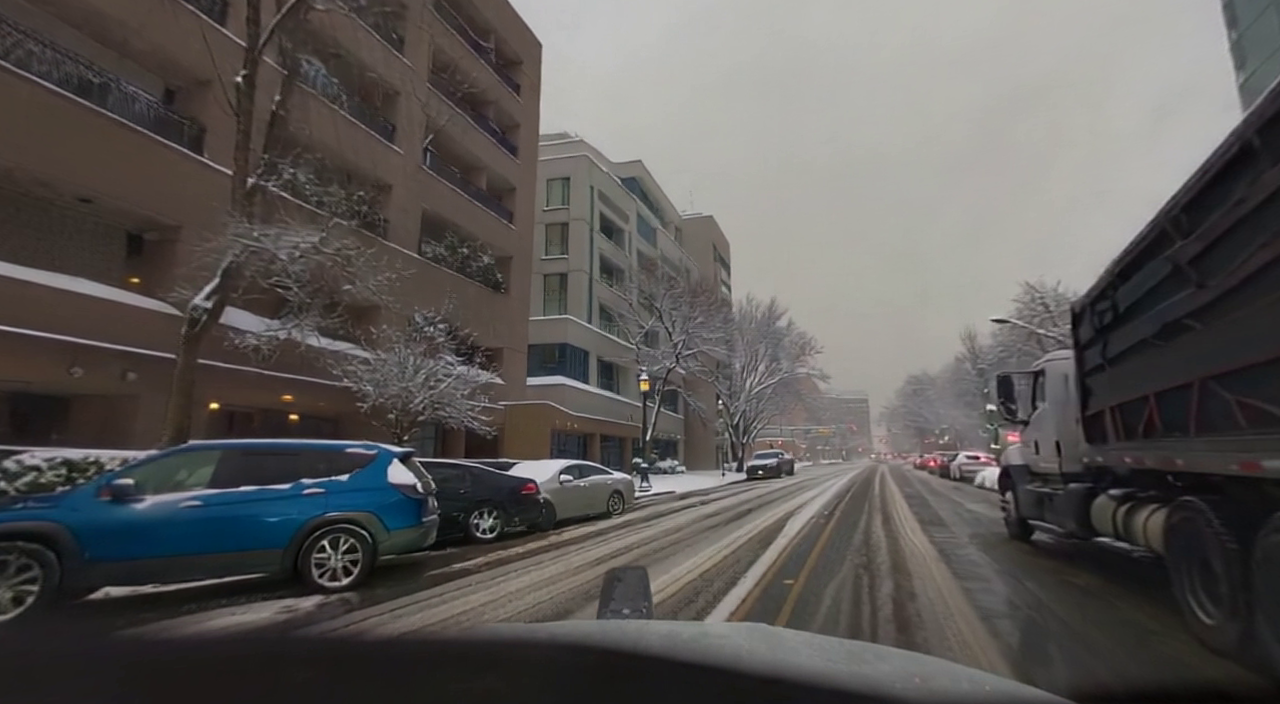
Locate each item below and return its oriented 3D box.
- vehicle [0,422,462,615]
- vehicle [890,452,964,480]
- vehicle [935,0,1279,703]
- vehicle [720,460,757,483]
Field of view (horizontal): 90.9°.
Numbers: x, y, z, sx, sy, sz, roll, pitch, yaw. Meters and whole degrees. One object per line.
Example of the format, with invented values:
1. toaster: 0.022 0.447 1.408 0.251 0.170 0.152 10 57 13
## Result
1. vehicle: -5.043 1.901 8.008 5.022 1.872 2.137 4 -9 -24
2. vehicle: 17.921 7.090 39.305 4.118 1.635 1.805 4 -9 -23
3. vehicle: 5.658 0.461 7.238 3.320 4.034 11.553 -3 -9 22
4. vehicle: 7.267 8.723 46.102 1.798 1.459 4.306 -3 -9 20
